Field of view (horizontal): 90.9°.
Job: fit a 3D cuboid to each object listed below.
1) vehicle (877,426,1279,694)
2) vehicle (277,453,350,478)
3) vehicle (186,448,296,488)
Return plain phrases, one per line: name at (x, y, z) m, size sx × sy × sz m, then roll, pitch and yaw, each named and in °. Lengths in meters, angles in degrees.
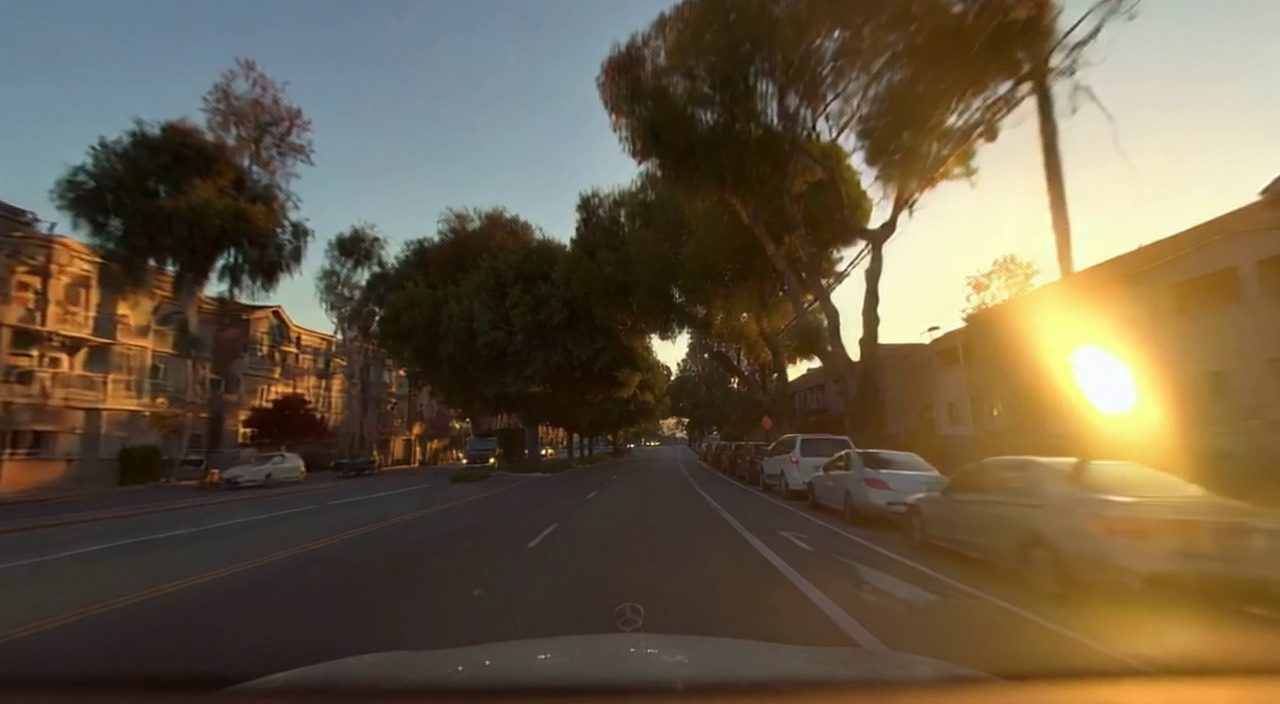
vehicle at (4.308, 1.528, 6.089) m, size 2.027 × 1.503 × 4.838 m, roll 0°, pitch -8°, yaw -2°
vehicle at (-22.703, 7.920, 44.141) m, size 2.026 × 1.531 × 5.099 m, roll -1°, pitch -8°, yaw 6°
vehicle at (-18.603, 5.384, 29.720) m, size 1.965 × 1.640 × 4.665 m, roll -1°, pitch -8°, yaw 3°
